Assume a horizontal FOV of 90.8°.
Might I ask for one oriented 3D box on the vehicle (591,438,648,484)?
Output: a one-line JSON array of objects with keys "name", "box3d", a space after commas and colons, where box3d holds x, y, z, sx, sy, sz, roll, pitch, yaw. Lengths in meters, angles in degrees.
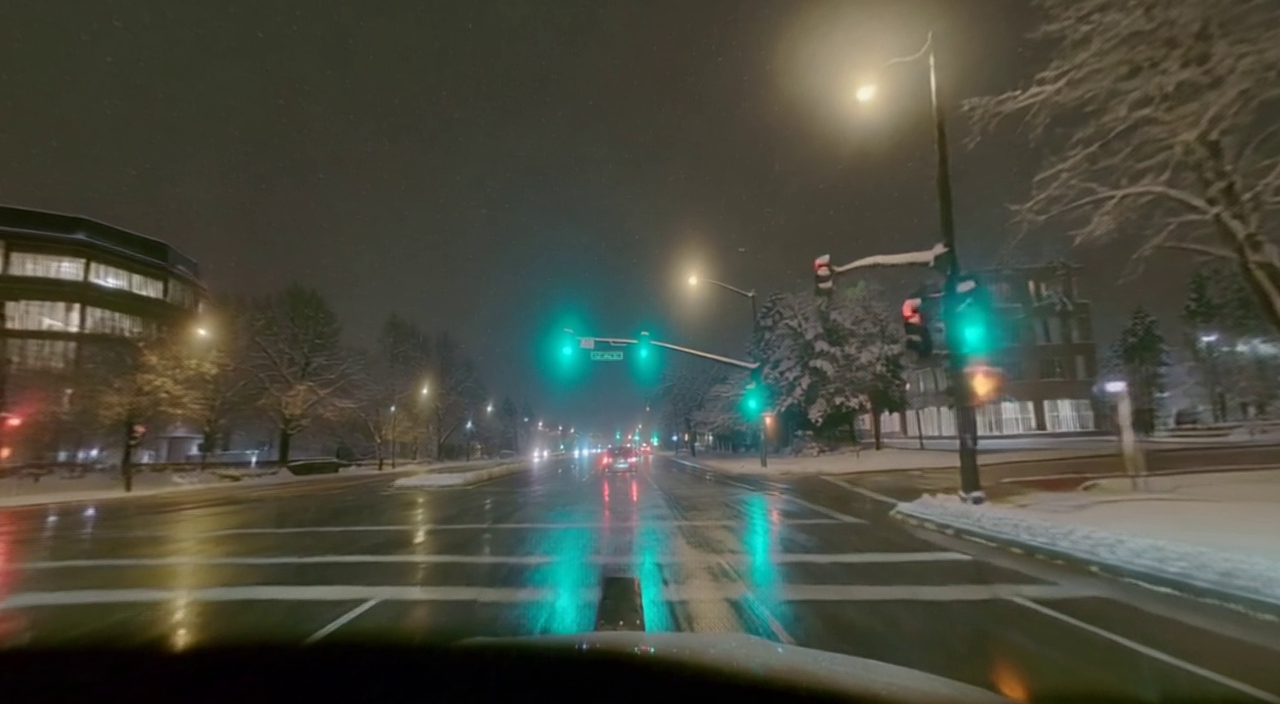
[{"name": "vehicle", "box3d": [-0.831, 4.371, 25.608, 2.130, 1.711, 4.038, 0, -9, -2]}]
